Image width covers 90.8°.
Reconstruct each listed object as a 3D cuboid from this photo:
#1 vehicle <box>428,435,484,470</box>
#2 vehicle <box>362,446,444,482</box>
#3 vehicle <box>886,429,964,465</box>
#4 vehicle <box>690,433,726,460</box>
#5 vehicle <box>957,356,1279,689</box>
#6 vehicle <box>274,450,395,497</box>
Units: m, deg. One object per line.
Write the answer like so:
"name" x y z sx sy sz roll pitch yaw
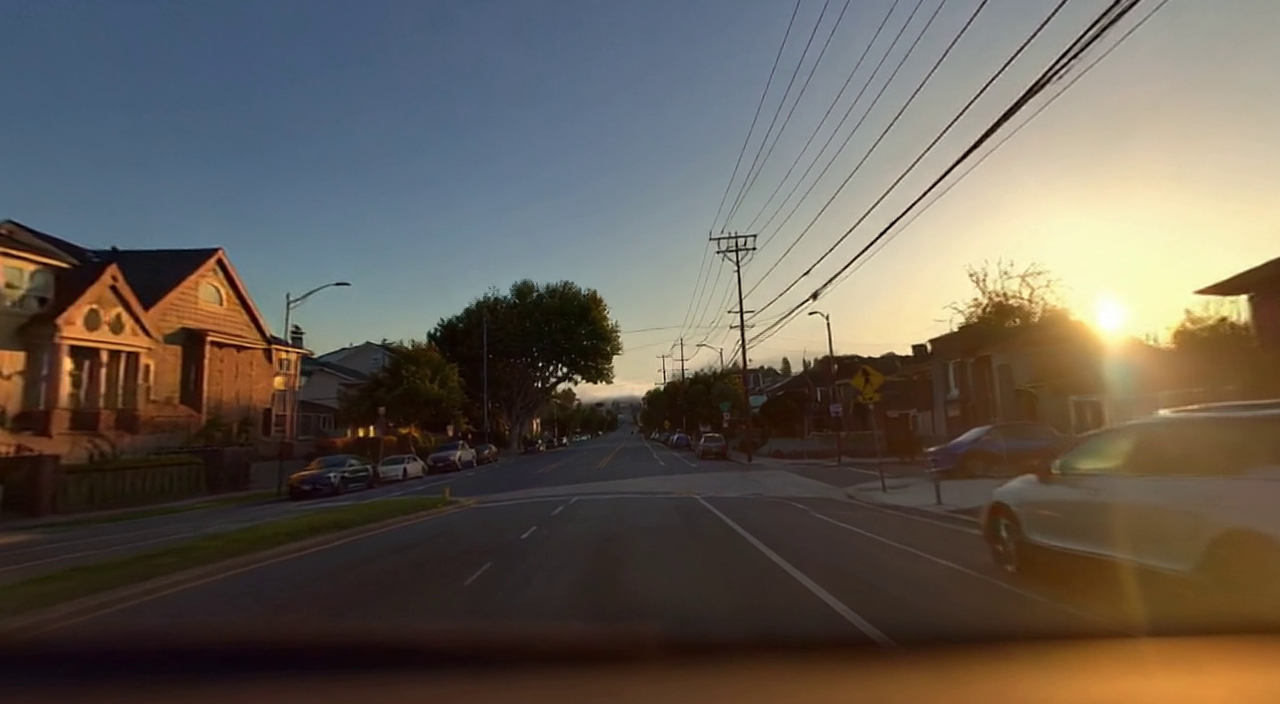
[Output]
"vehicle" -11.184 6.126 38.730 2.056 1.980 4.763 0 -8 -1
"vehicle" -11.114 5.258 29.987 2.082 1.540 4.654 0 -8 0
"vehicle" 13.830 4.551 30.523 2.122 1.474 4.313 -9 -10 41
"vehicle" 4.324 6.081 40.725 1.867 1.680 4.176 0 -8 0
"vehicle" 4.525 1.092 4.579 2.126 1.802 4.259 0 -8 -1
"vehicle" -11.130 4.429 23.485 1.970 1.523 4.702 -1 -8 2
